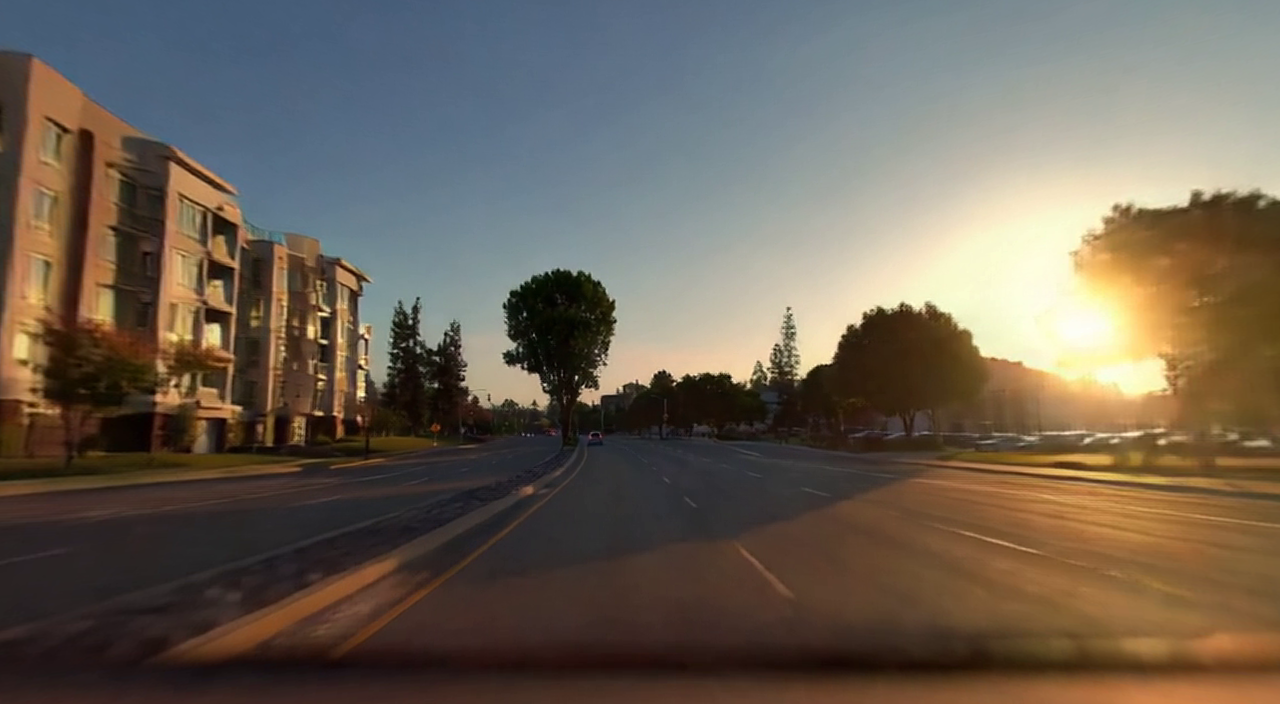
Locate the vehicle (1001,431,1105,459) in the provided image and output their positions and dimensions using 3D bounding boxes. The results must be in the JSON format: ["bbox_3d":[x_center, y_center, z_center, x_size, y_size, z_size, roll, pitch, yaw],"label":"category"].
[{"bbox_3d":[27.041,6.118,41.505,5.365,1.726,2.032,-1,-8,-1],"label":"vehicle"}]
